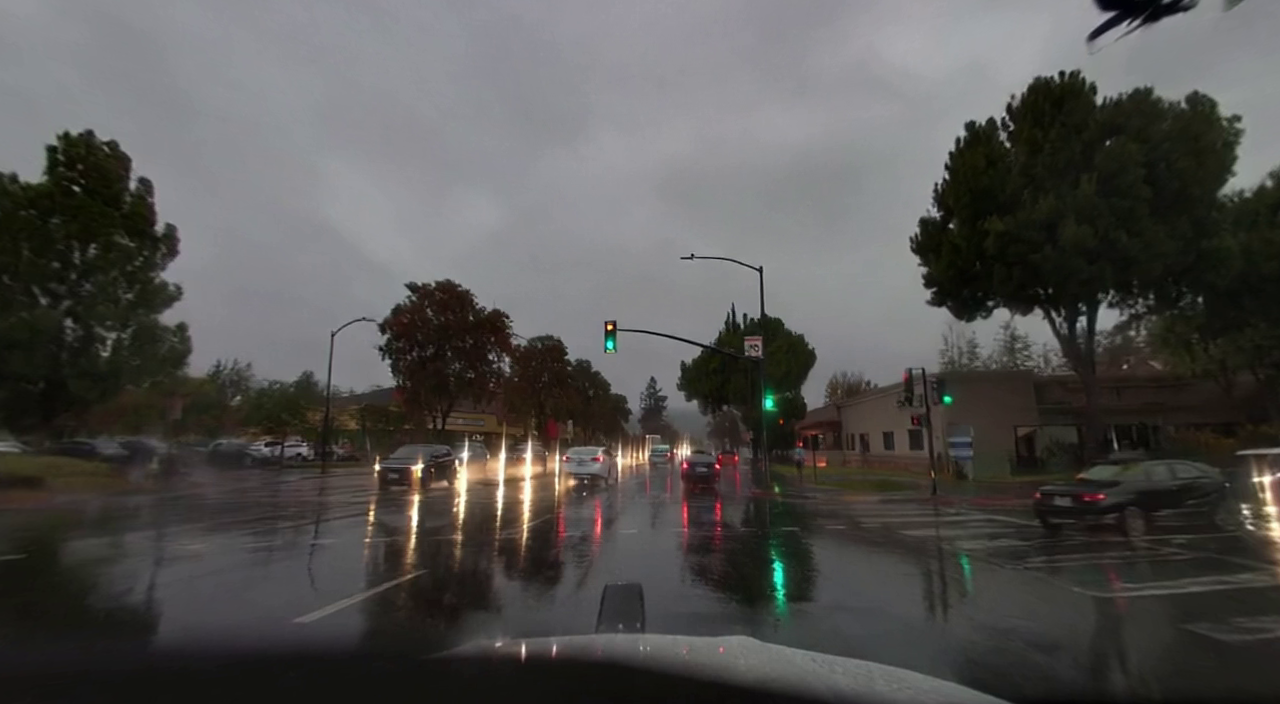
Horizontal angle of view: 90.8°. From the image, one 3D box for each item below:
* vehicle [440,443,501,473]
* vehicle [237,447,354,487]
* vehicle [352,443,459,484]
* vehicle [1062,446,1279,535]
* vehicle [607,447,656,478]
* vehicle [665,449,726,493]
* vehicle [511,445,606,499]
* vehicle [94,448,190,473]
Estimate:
[{"bbox_3d":[-10.649,6.682,40.107,1.961,1.731,4.450,-2,-9,10],"label":"vehicle"},{"bbox_3d":[-13.988,4.677,25.986,1.896,1.455,4.257,-2,-8,10],"label":"vehicle"},{"bbox_3d":[-9.566,4.558,26.256,1.923,1.516,4.727,-2,-9,10],"label":"vehicle"},{"bbox_3d":[11.003,2.551,12.170,4.472,1.471,2.148,2,-9,-12],"label":"vehicle"},{"bbox_3d":[-0.395,5.882,34.038,1.887,1.517,4.254,-2,-9,10],"label":"vehicle"},{"bbox_3d":[2.157,4.410,23.769,2.085,1.475,3.976,-1,-9,7],"label":"vehicle"},{"bbox_3d":[-2.404,3.680,19.847,1.921,1.477,4.083,-1,-9,8],"label":"vehicle"},{"bbox_3d":[-32.364,7.053,41.263,1.760,1.465,4.788,-2,-9,11],"label":"vehicle"}]
